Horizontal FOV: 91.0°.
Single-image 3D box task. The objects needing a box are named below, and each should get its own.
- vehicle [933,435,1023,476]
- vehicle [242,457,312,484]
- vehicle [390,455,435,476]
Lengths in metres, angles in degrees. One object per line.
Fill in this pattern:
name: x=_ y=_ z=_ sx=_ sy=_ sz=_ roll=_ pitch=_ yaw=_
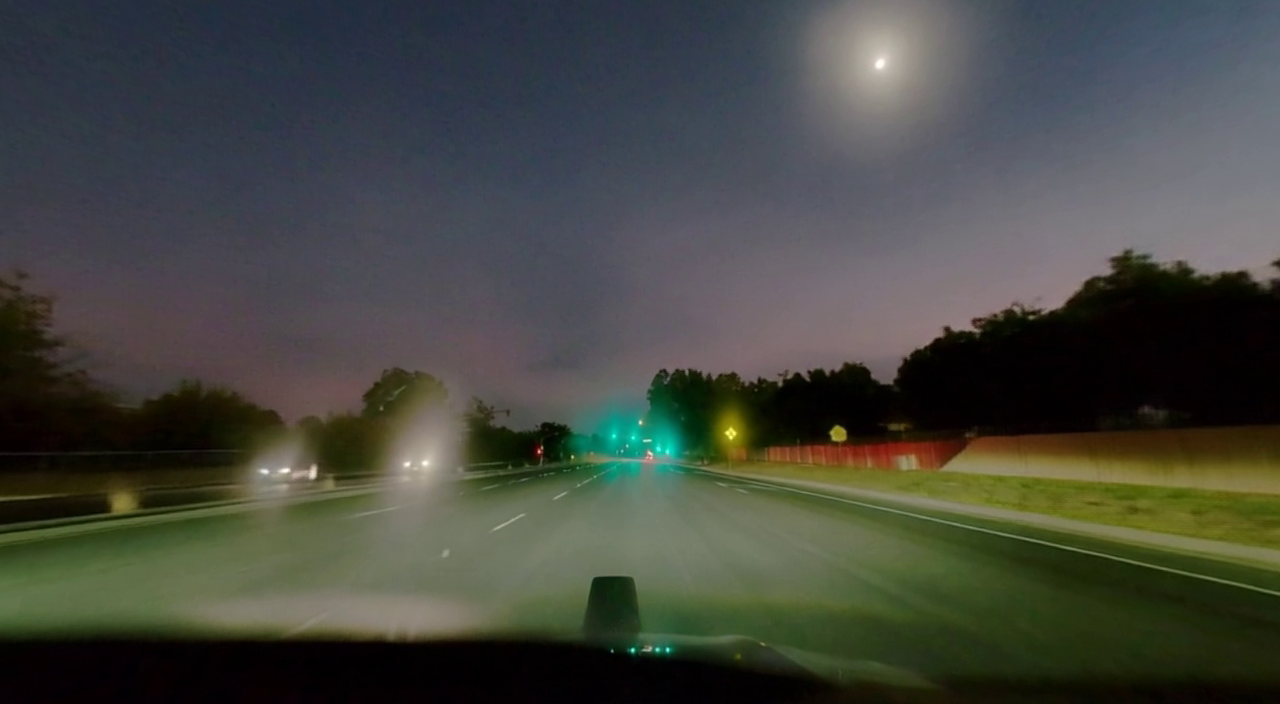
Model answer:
vehicle: x=16.489 y=5.040 z=30.990 sx=1.855 sy=1.670 sz=4.616 roll=-4 pitch=-7 yaw=1
vehicle: x=-25.431 y=8.279 z=44.304 sx=2.005 sy=1.708 sz=4.760 roll=0 pitch=-9 yaw=1
vehicle: x=-17.512 y=8.711 z=48.594 sx=1.845 sy=1.478 sz=4.574 roll=1 pitch=-9 yaw=-1
